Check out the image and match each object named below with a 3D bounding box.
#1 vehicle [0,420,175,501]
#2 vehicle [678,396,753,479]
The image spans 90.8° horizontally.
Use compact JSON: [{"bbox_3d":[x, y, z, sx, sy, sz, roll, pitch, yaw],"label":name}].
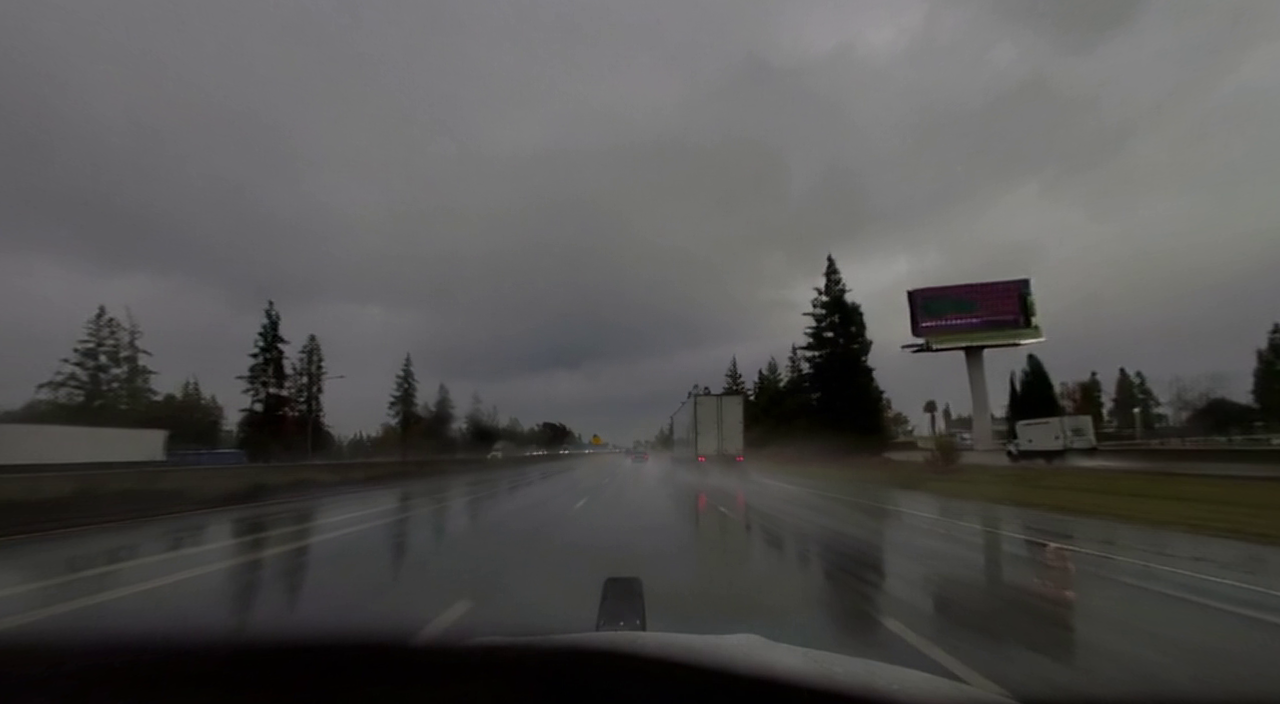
[{"bbox_3d":[-33.446,6.083,35.480,3.313,3.977,14.449,0,-9,2],"label":"vehicle"},{"bbox_3d":[4.320,5.393,39.243,3.058,4.312,12.251,0,-9,0],"label":"vehicle"}]
